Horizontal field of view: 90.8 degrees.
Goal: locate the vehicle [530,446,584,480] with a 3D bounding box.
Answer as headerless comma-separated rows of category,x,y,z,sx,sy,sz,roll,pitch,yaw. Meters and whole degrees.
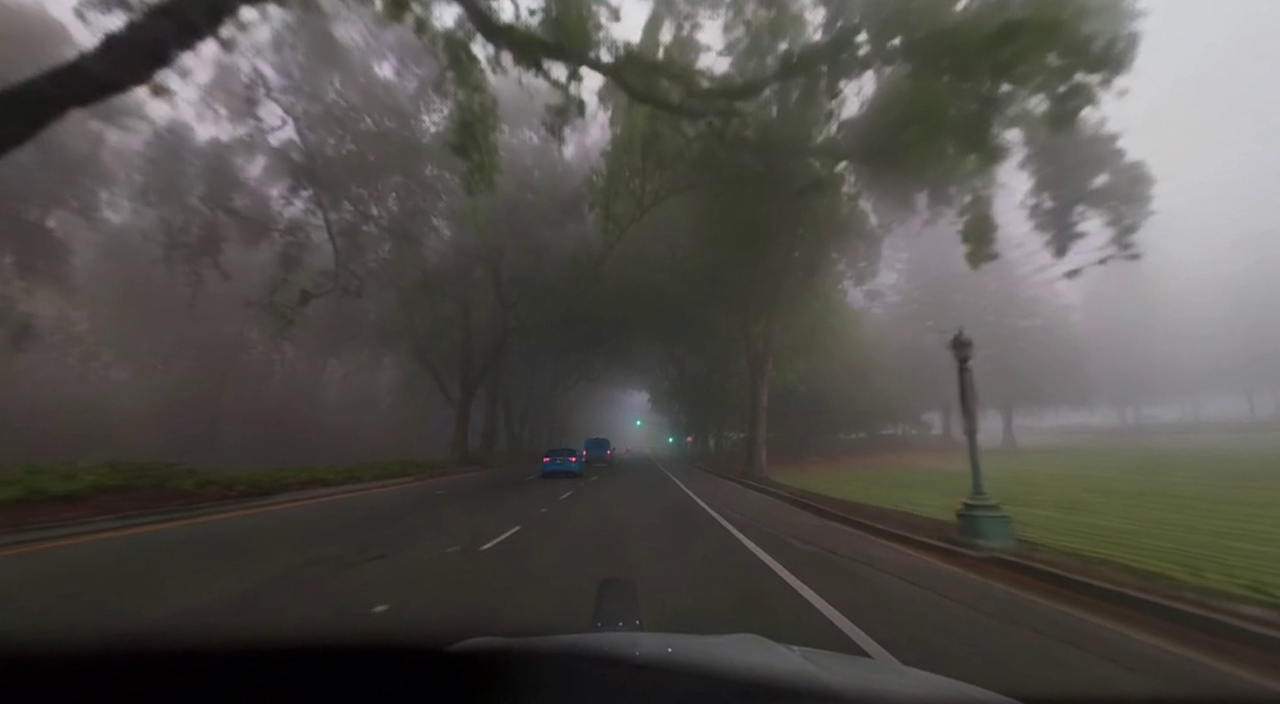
vehicle,-3.894,5.292,30.264,2.009,1.473,4.028,0,-9,0
